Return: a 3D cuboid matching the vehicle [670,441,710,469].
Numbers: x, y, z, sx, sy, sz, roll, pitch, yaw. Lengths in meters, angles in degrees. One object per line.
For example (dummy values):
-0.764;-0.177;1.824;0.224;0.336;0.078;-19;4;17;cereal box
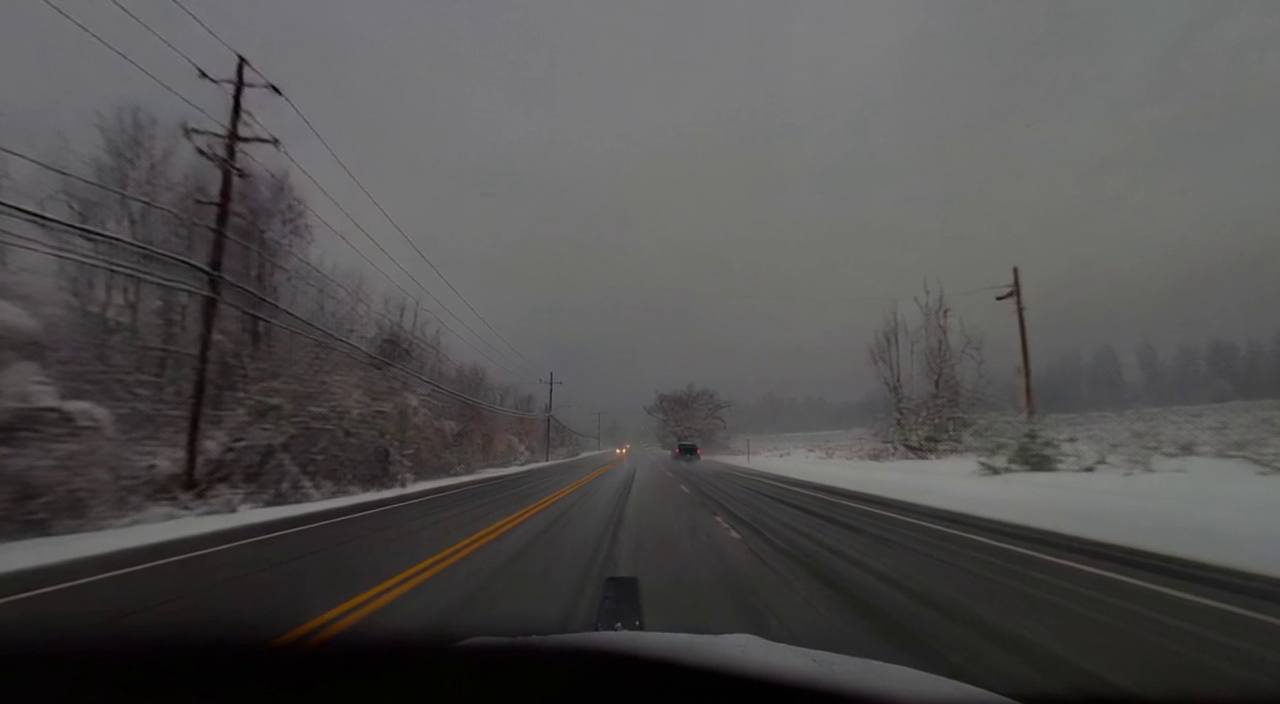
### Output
3.188;6.671;40.909;2.135;1.692;4.185;0;-9;-2;vehicle
